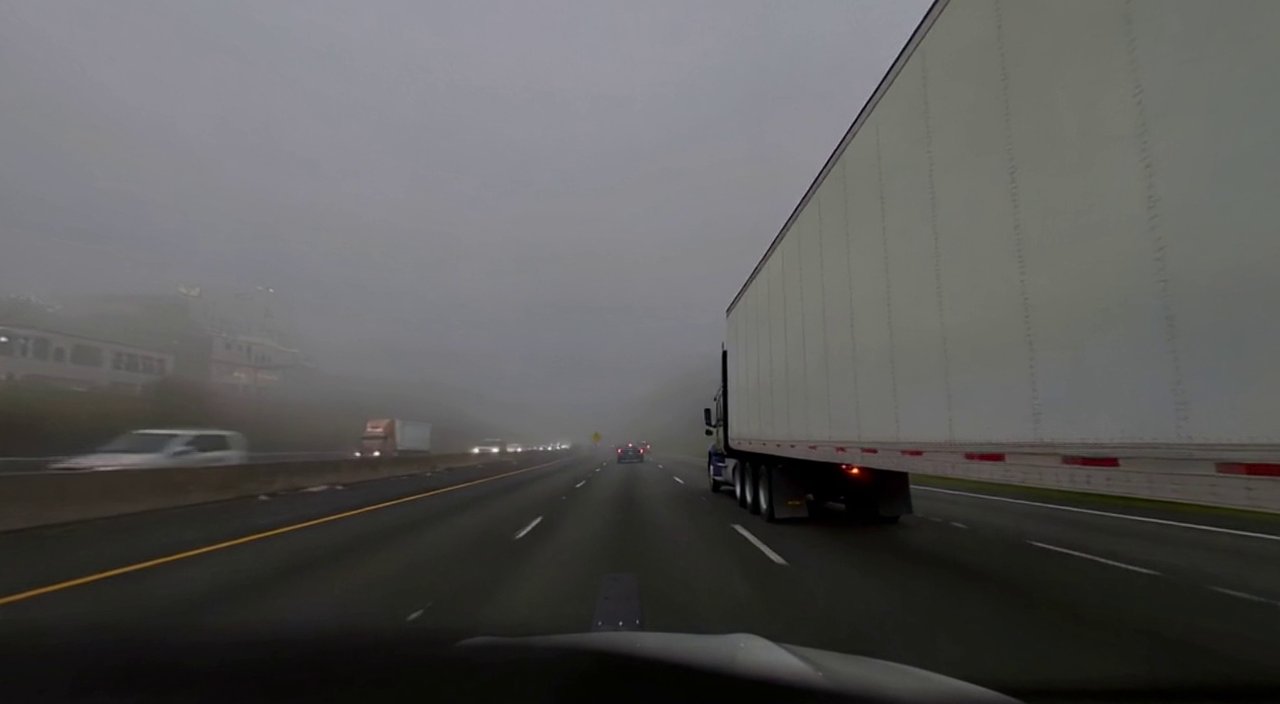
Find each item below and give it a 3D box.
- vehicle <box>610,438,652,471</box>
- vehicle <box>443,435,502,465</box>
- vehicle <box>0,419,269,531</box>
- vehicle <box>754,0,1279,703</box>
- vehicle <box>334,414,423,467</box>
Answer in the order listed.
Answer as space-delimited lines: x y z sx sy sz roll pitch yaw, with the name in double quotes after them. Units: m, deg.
-0.500 5.590 34.495 2.191 1.685 4.015 0 -9 -1 "vehicle"
-10.543 6.244 40.222 2.472 1.758 4.813 0 -9 -1 "vehicle"
-9.516 2.225 11.961 2.153 1.681 4.705 0 -9 -1 "vehicle"
3.421 -0.343 1.784 2.996 4.123 15.965 0 -9 -1 "vehicle"
-17.902 6.215 43.859 2.906 3.329 7.651 0 -9 -1 "vehicle"
